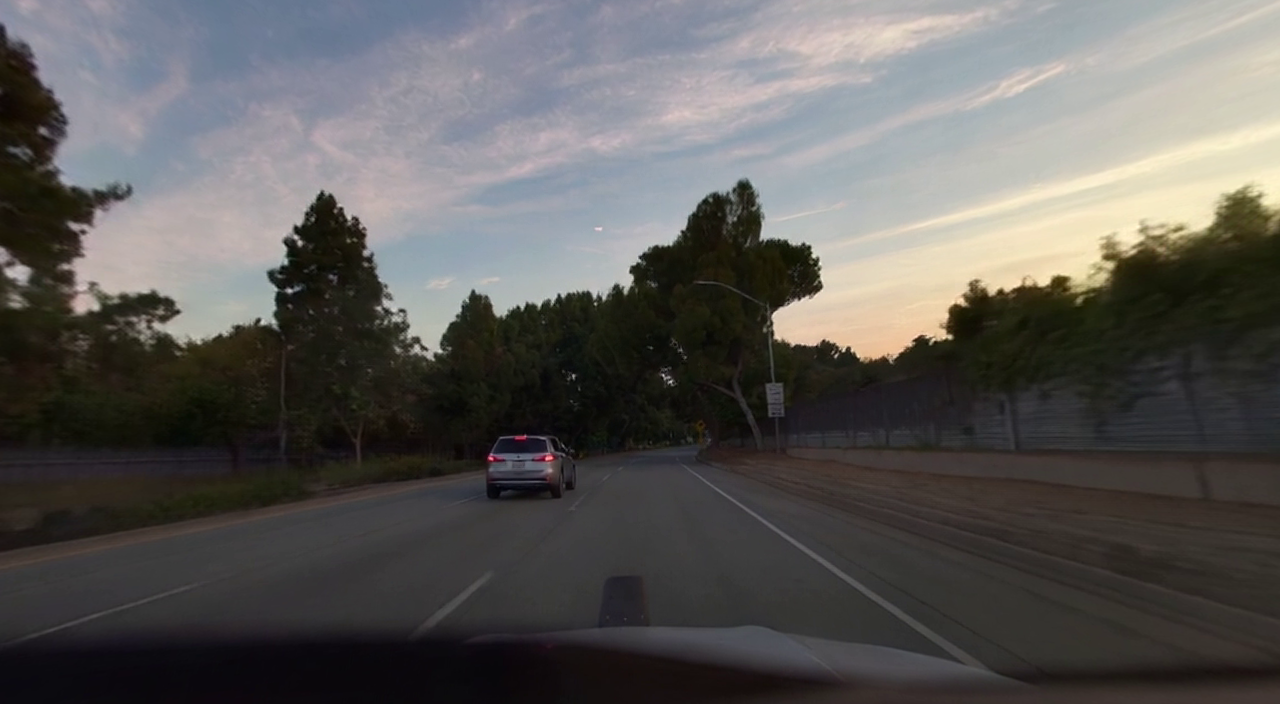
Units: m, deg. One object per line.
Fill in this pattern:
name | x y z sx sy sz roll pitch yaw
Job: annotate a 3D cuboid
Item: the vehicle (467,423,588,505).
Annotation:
vehicle | -2.773 2.913 16.833 2.160 1.855 4.695 0 -8 2
